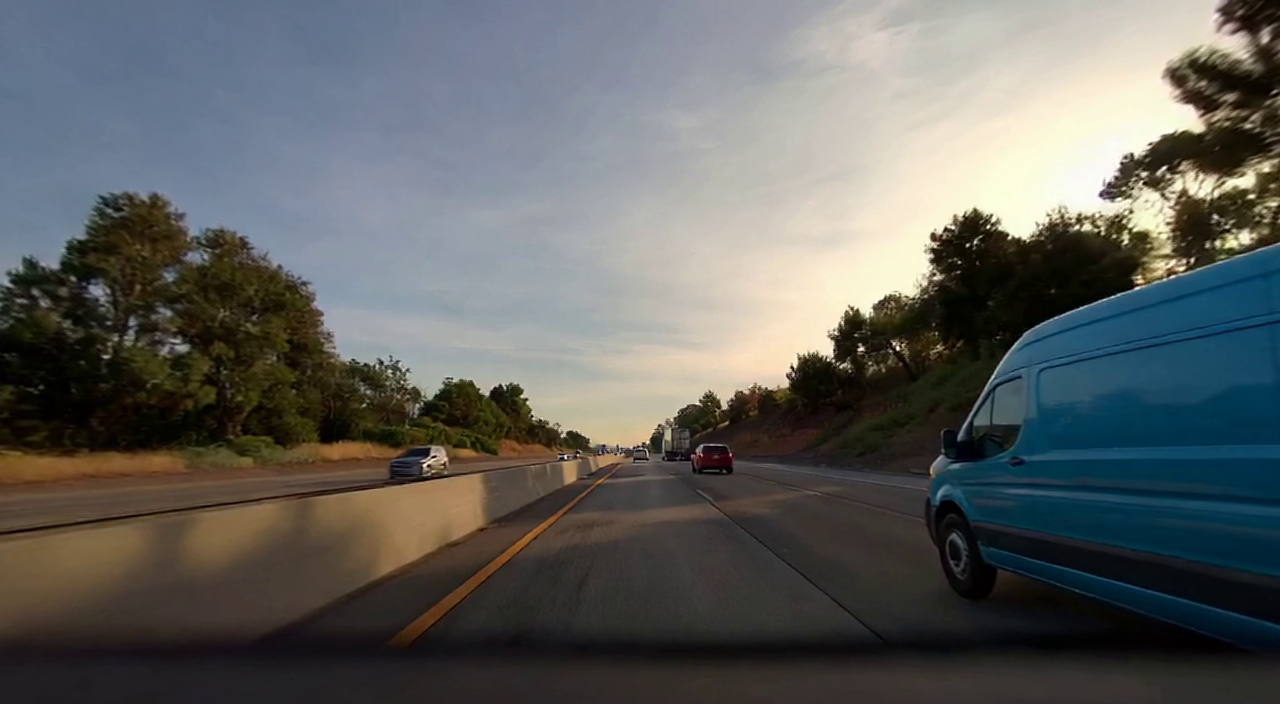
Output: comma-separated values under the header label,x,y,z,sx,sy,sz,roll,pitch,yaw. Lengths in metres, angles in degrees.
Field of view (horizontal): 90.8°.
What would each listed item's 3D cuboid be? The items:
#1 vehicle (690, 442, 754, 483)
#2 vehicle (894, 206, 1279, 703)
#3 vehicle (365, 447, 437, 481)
label,x,y,z,sx,sy,sz,roll,pitch,yaw
vehicle,3.520,4.856,28.053,2.130,1.658,4.537,0,-9,-1
vehicle,3.744,0.730,3.736,2.242,2.285,5.233,0,-9,0
vehicle,-11.332,5.308,30.184,1.879,1.504,3.929,0,-9,0
